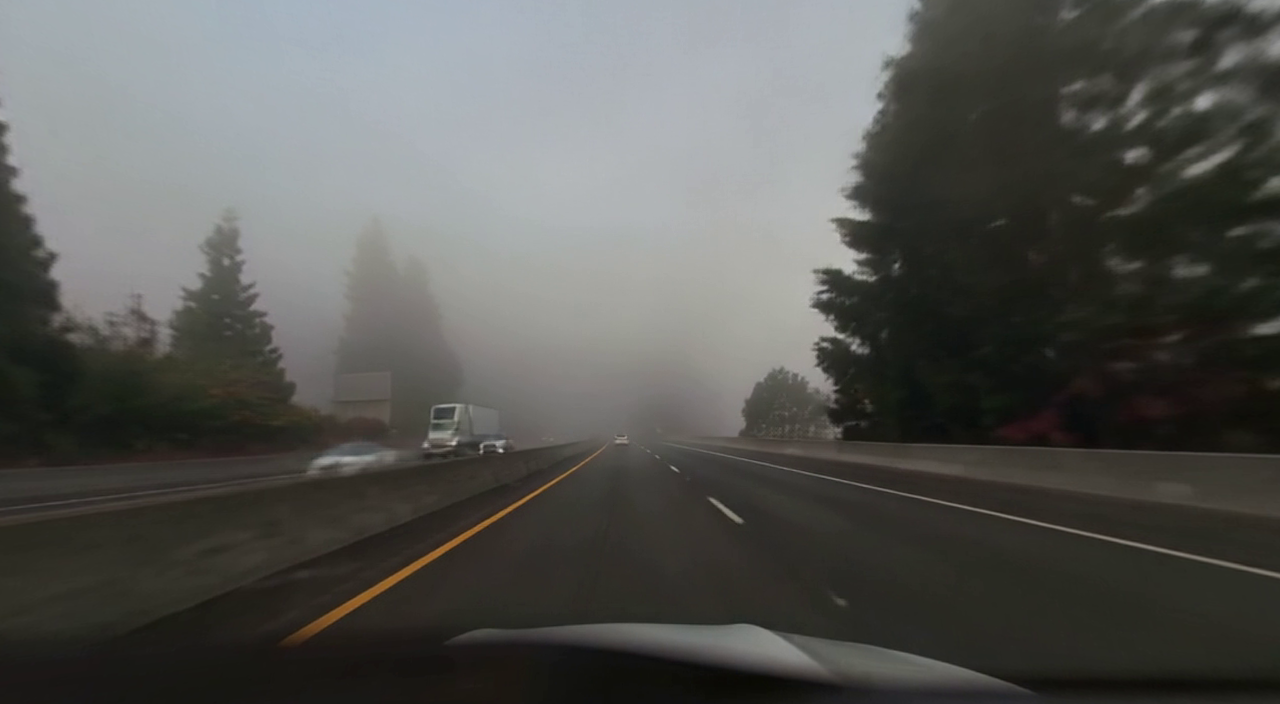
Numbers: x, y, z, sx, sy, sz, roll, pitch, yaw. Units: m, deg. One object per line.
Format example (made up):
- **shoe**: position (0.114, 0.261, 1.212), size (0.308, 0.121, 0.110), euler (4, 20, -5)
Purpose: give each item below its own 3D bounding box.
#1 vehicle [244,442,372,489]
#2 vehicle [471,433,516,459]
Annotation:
- **vehicle**: position (-10.211, 3.499, 19.764), size (1.811, 1.263, 4.213), euler (0, -8, -1)
- **vehicle**: position (-10.860, 6.992, 46.914), size (2.434, 1.856, 4.296), euler (0, -8, -1)
